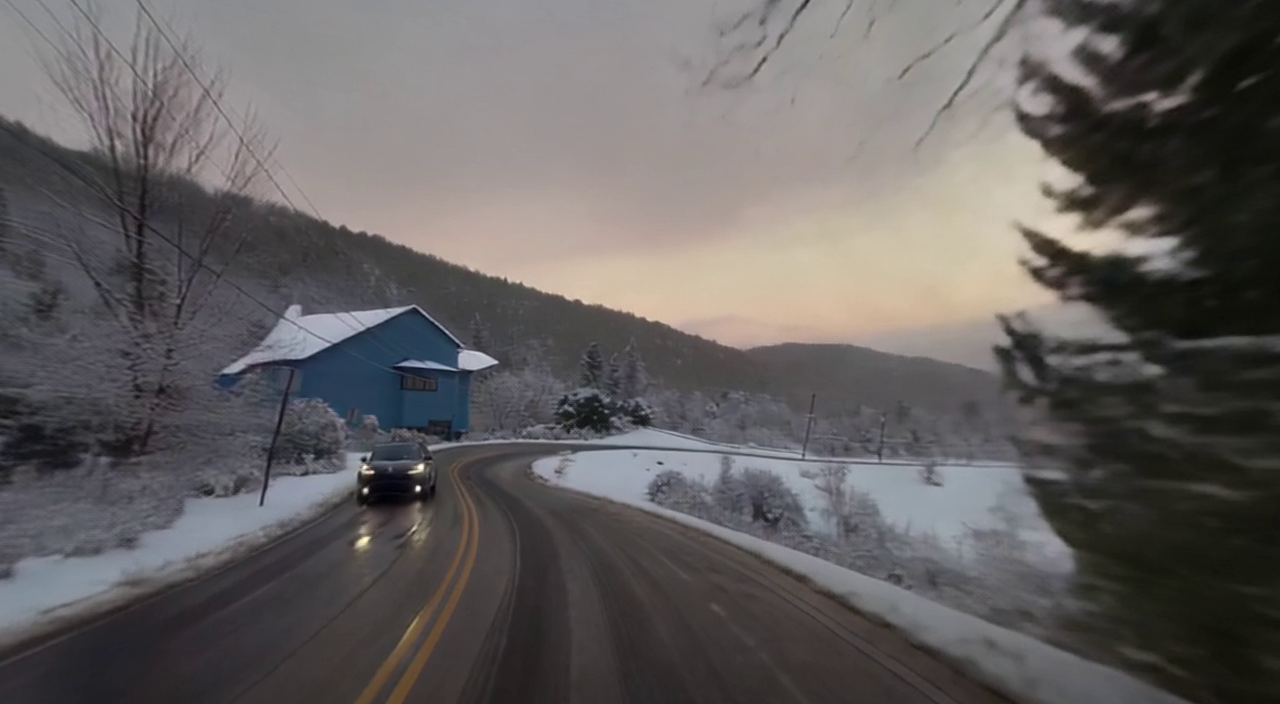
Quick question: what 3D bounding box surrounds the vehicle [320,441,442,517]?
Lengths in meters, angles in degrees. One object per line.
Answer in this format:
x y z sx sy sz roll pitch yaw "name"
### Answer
-5.895 2.879 14.917 2.063 1.485 3.997 2 -9 -14 "vehicle"
